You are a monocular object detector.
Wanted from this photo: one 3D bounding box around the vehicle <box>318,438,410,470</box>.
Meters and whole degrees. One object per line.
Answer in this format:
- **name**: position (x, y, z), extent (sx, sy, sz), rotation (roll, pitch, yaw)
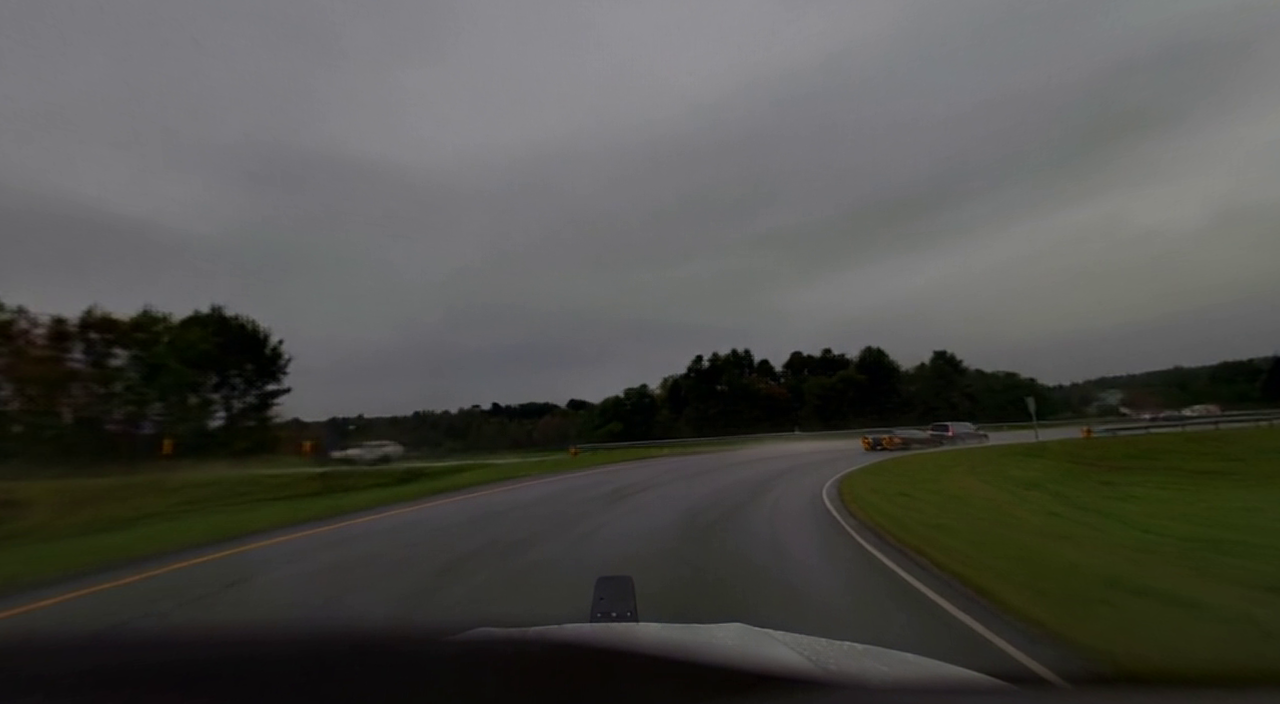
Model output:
- **vehicle**: position (-14.991, 5.530, 34.290), extent (4.415, 1.617, 1.957), rotation (3, -9, -24)
